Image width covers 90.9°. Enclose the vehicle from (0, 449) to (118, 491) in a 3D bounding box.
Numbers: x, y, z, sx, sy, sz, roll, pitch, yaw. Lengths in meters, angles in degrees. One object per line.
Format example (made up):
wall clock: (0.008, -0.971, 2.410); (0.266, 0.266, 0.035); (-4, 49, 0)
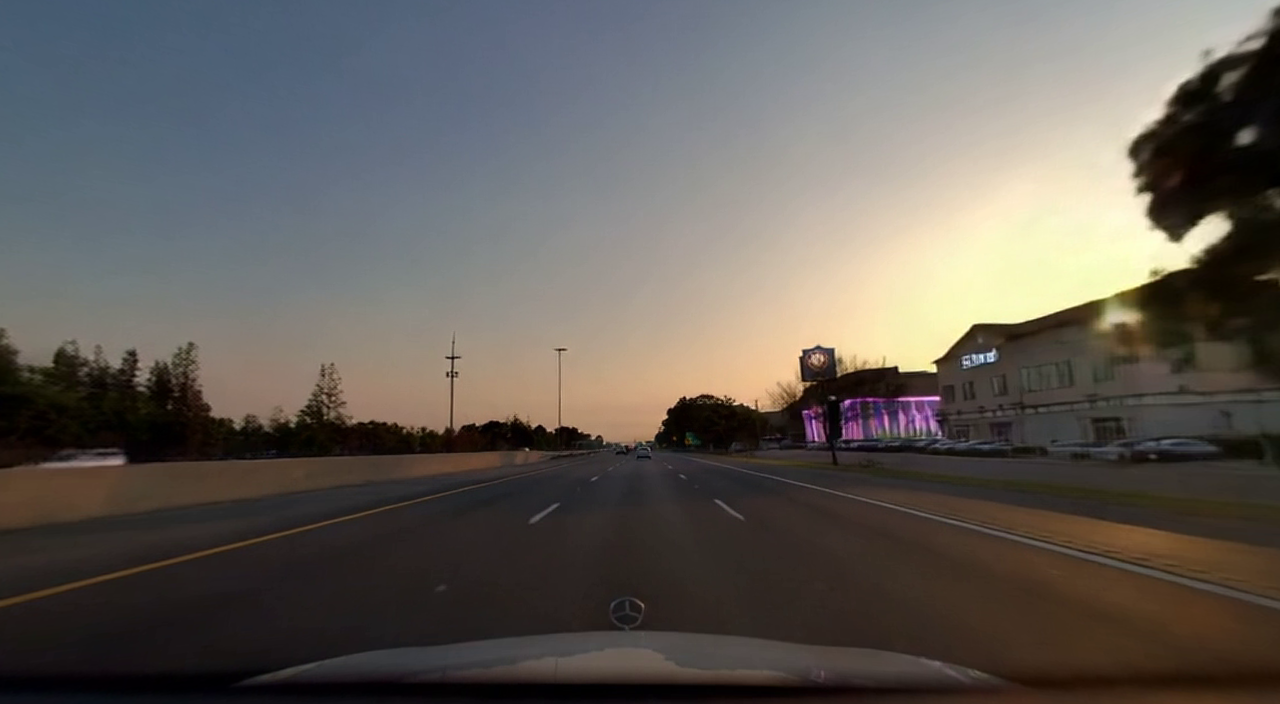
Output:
vehicle: (-28.111, 5.529, 30.068); (2.131, 1.778, 5.050); (0, -8, 0)
